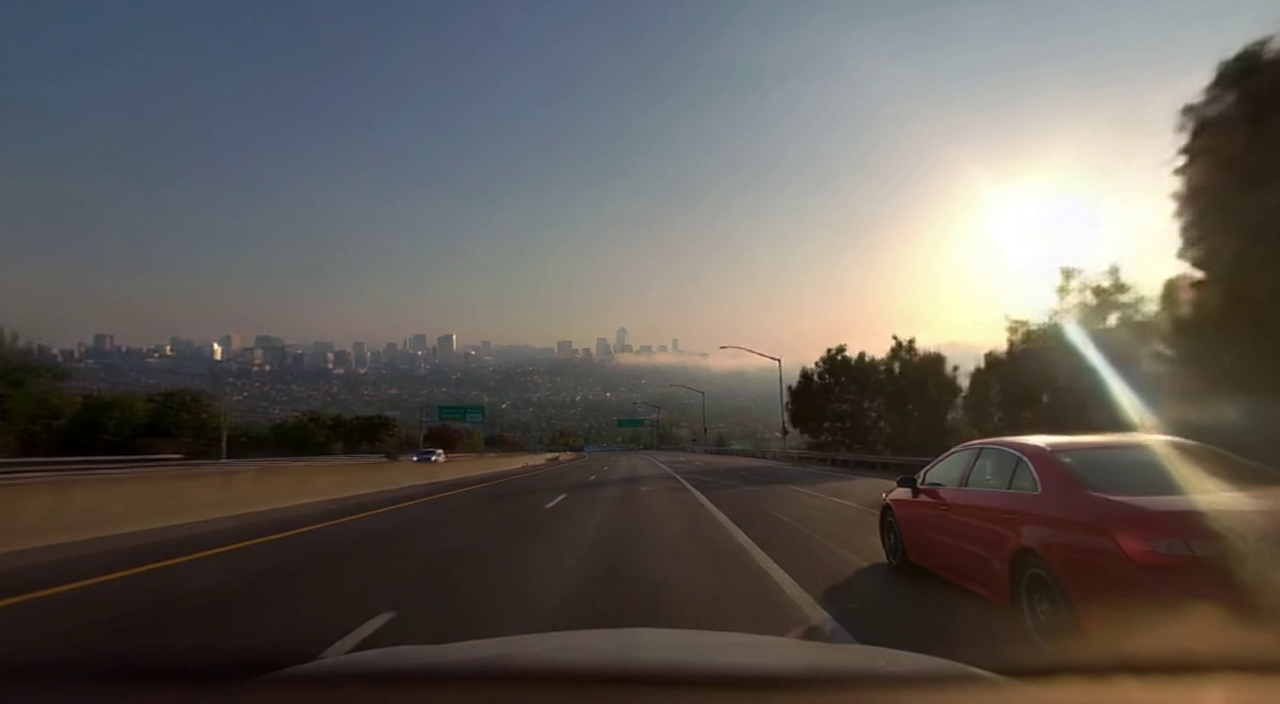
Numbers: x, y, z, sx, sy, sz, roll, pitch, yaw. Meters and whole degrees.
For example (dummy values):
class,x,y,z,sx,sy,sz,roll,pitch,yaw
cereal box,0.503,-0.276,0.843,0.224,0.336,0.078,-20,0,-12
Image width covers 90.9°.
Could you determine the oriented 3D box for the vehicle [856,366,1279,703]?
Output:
class,x,y,z,sx,sy,sz,roll,pitch,yaw
vehicle,3.486,1.182,4.674,2.104,1.575,4.698,0,-9,0
